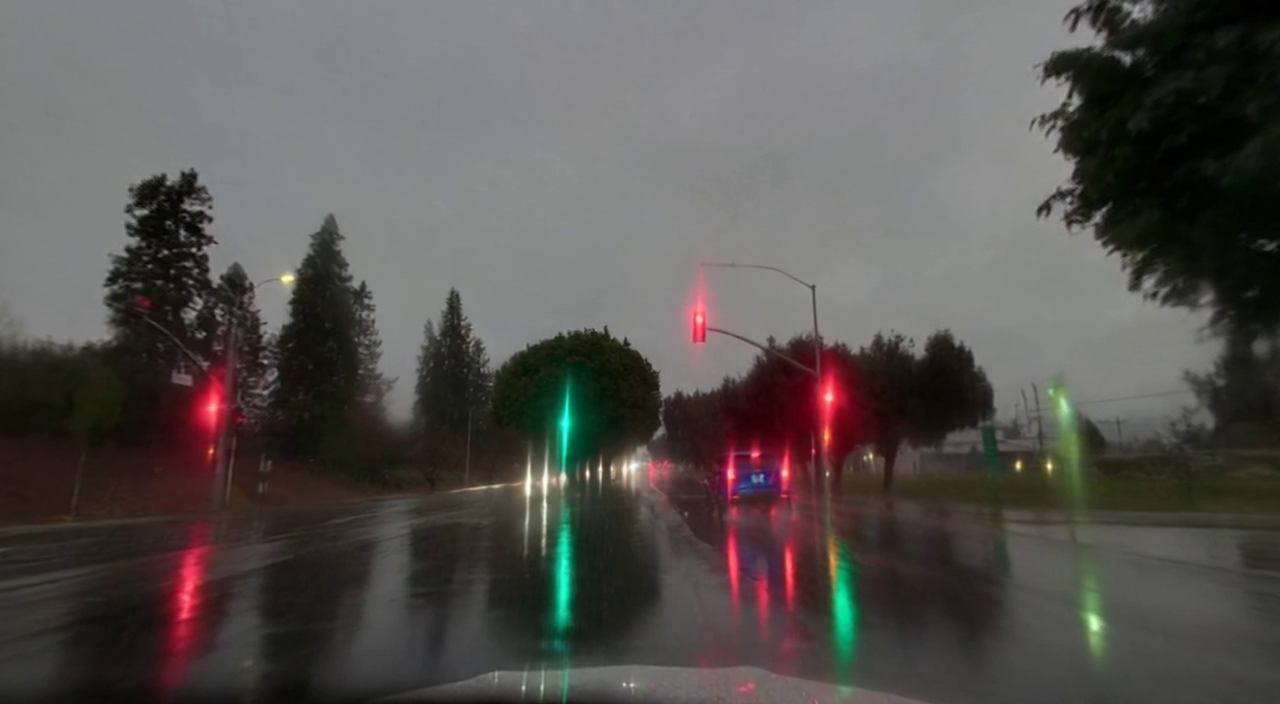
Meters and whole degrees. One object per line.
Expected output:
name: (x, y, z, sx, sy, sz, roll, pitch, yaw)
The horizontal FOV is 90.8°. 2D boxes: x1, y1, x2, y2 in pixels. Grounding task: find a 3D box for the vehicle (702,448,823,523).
vehicle: (2.999, 3.378, 16.699, 2.140, 1.655, 4.786, 0, -9, -1)
